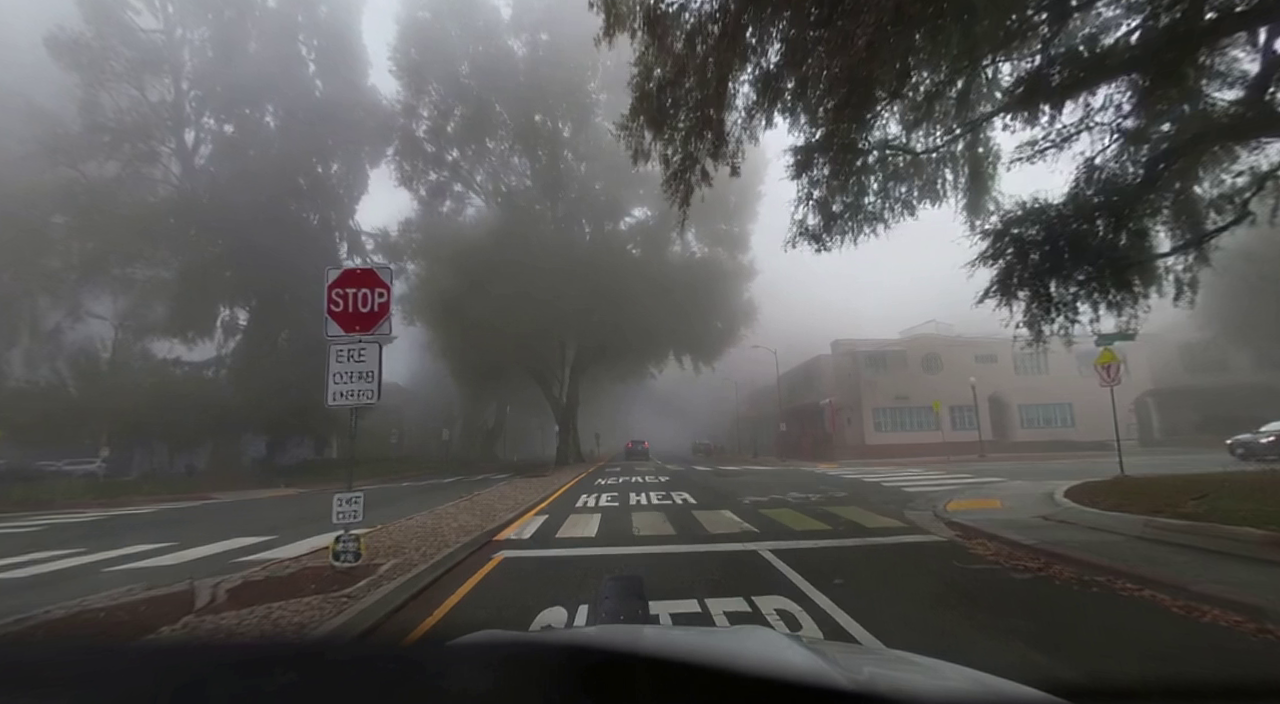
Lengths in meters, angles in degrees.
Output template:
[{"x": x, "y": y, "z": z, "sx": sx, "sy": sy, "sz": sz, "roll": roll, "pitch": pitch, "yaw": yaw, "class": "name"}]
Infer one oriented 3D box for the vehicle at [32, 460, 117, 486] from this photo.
[{"x": -37.108, "y": 7.903, "z": 41.619, "sx": 1.871, "sy": 1.523, "sz": 4.028, "roll": 0, "pitch": -9, "yaw": -1, "class": "vehicle"}]
